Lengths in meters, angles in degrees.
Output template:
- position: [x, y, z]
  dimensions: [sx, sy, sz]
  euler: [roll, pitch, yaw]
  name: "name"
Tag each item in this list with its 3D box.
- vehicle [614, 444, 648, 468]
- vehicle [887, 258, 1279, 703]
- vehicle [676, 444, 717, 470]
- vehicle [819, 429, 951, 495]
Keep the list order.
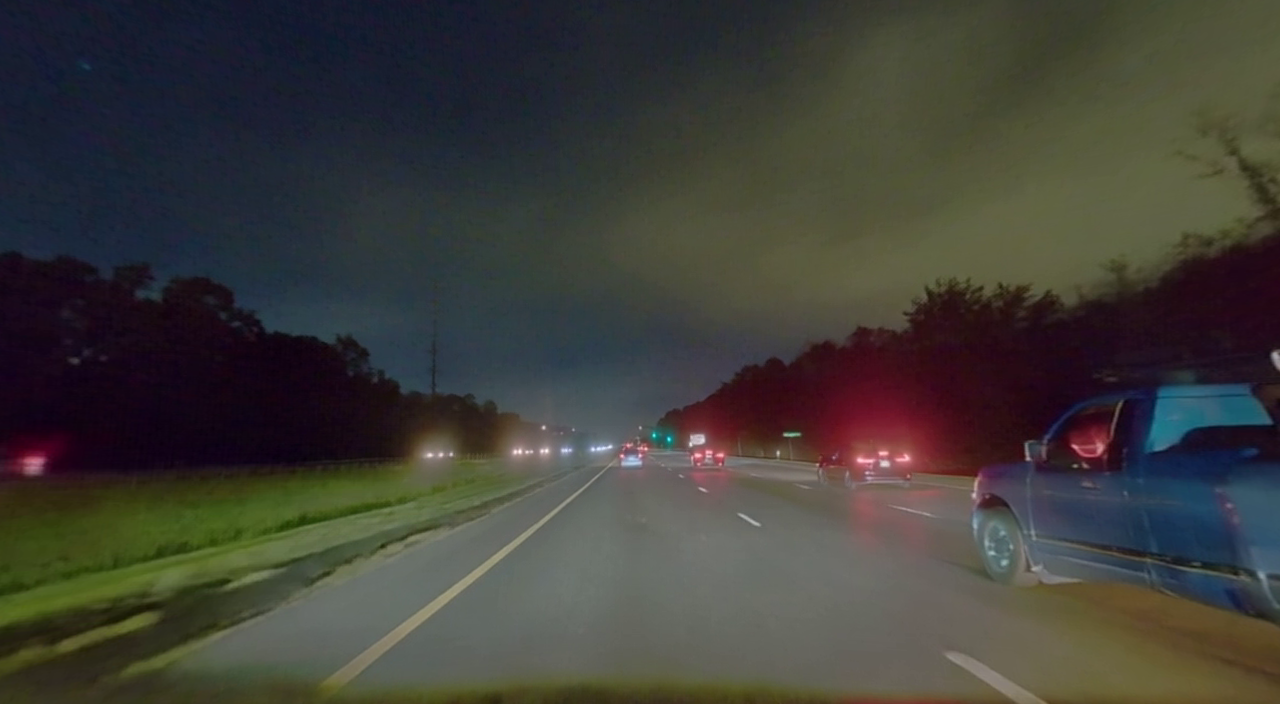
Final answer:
- position: [-0.590, 6.839, 41.700]
  dimensions: [2.085, 1.449, 3.860]
  euler: [0, -8, -1]
  name: "vehicle"
- position: [3.700, 0.744, 3.080]
  dimensions: [2.461, 2.013, 6.075]
  euler: [0, -8, -1]
  name: "vehicle"
- position: [3.361, 6.323, 38.270]
  dimensions: [1.978, 1.488, 4.252]
  euler: [0, -8, -2]
  name: "vehicle"
- position: [7.392, 3.369, 19.745]
  dimensions: [2.114, 1.800, 4.779]
  euler: [0, -8, -1]
  name: "vehicle"
